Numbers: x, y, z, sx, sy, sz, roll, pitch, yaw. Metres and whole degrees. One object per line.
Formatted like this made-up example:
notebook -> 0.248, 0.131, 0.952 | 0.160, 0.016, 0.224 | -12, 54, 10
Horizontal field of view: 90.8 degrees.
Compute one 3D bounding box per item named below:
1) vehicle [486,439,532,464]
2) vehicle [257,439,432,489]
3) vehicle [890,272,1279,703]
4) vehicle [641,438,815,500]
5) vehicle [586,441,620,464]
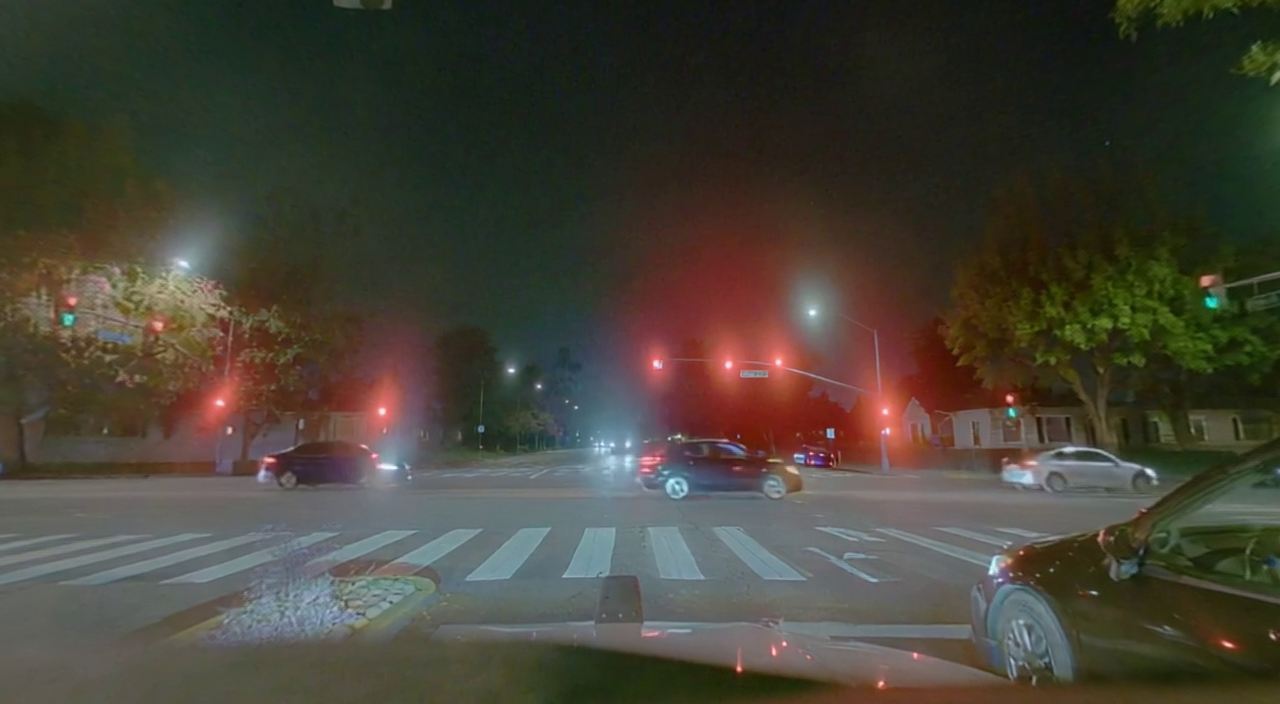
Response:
vehicle -> -8.939, 6.855, 43.644 | 2.028, 1.654, 5.027 | 0, -9, 1
vehicle -> -9.194, 3.511, 19.987 | 4.537, 1.501, 1.950 | 0, -9, -1
vehicle -> 2.709, 0.715, 1.719 | 2.085, 1.800, 4.908 | 0, -9, 1
vehicle -> 2.198, 3.070, 16.771 | 4.290, 1.518, 1.888 | 0, -9, -1
vehicle -> -2.417, 6.710, 42.260 | 2.046, 1.491, 4.118 | 0, -9, 1
